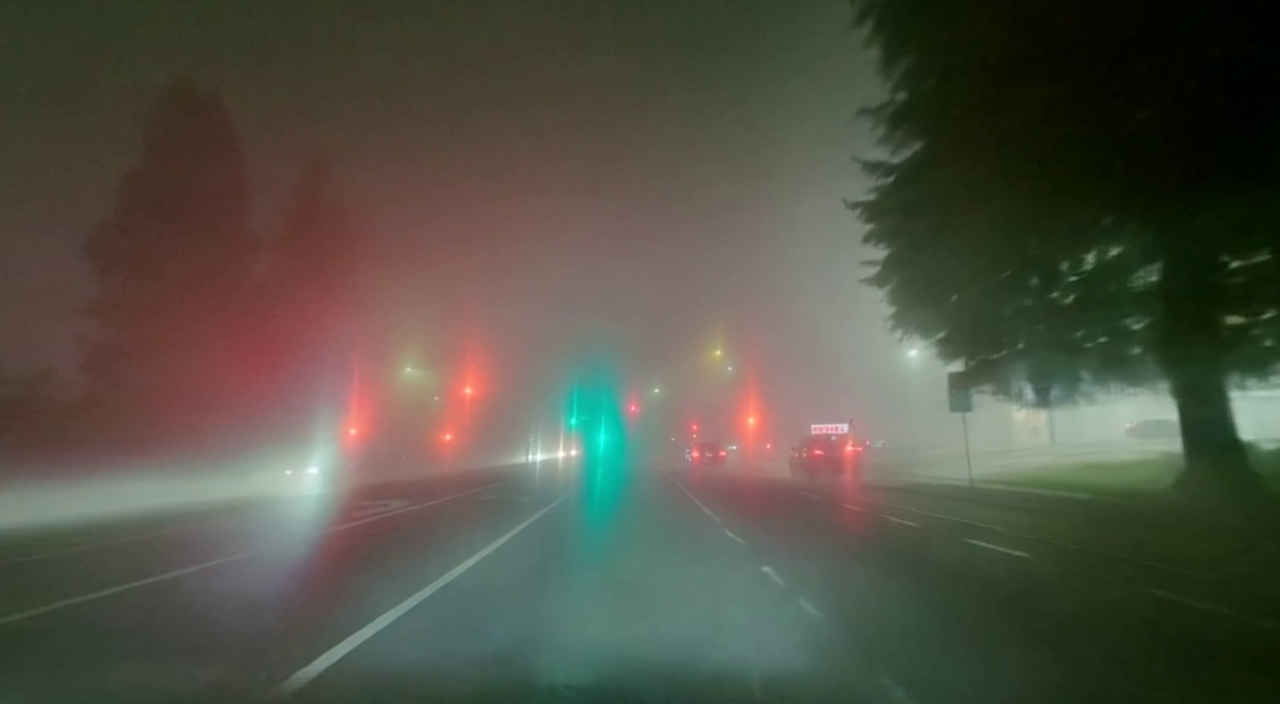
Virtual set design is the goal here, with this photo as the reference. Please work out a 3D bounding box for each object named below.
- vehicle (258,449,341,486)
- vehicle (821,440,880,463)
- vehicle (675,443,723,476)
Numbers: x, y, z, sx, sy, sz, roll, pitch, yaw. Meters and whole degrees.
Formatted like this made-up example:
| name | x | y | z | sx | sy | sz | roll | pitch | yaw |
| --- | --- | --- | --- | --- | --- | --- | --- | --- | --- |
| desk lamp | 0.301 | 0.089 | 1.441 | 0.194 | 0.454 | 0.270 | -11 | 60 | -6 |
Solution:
| name | x | y | z | sx | sy | sz | roll | pitch | yaw |
| --- | --- | --- | --- | --- | --- | --- | --- | --- | --- |
| vehicle | -18.703 | 6.328 | 34.984 | 2.026 | 1.885 | 4.539 | 0 | -9 | 0 |
| vehicle | 14.674 | 6.924 | 44.041 | 3.552 | 1.484 | 1.883 | 5 | -10 | -29 |
| vehicle | 2.998 | 5.542 | 32.787 | 1.961 | 1.580 | 4.020 | 0 | -9 | -2 |
